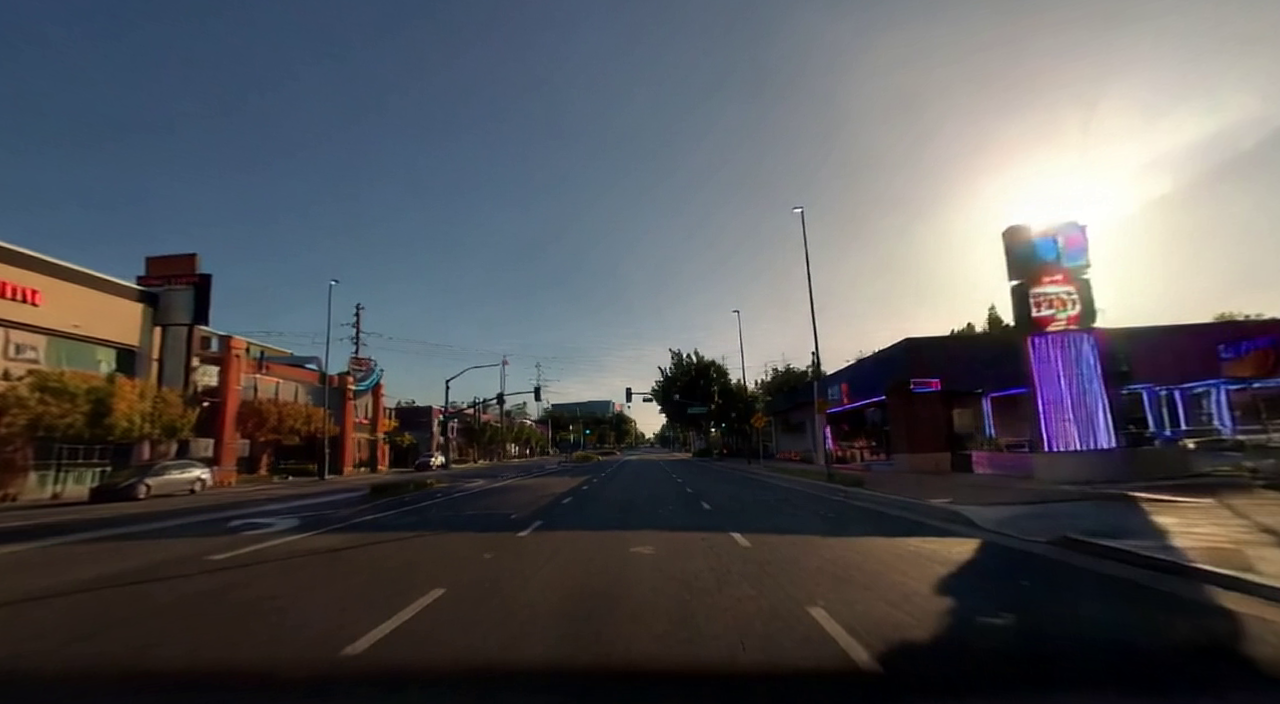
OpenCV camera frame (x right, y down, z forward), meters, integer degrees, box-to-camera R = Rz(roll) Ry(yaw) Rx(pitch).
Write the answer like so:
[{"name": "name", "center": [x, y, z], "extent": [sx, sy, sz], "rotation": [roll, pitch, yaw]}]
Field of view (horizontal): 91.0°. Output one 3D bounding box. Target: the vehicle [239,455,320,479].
[{"name": "vehicle", "center": [-25.185, 8.026, 44.052], "extent": [4.423, 1.583, 1.861], "rotation": [1, -9, -7]}]

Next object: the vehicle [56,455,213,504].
[{"name": "vehicle", "center": [-18.209, 4.584, 23.045], "extent": [1.938, 1.465, 4.744], "rotation": [-2, -8, -2]}]
